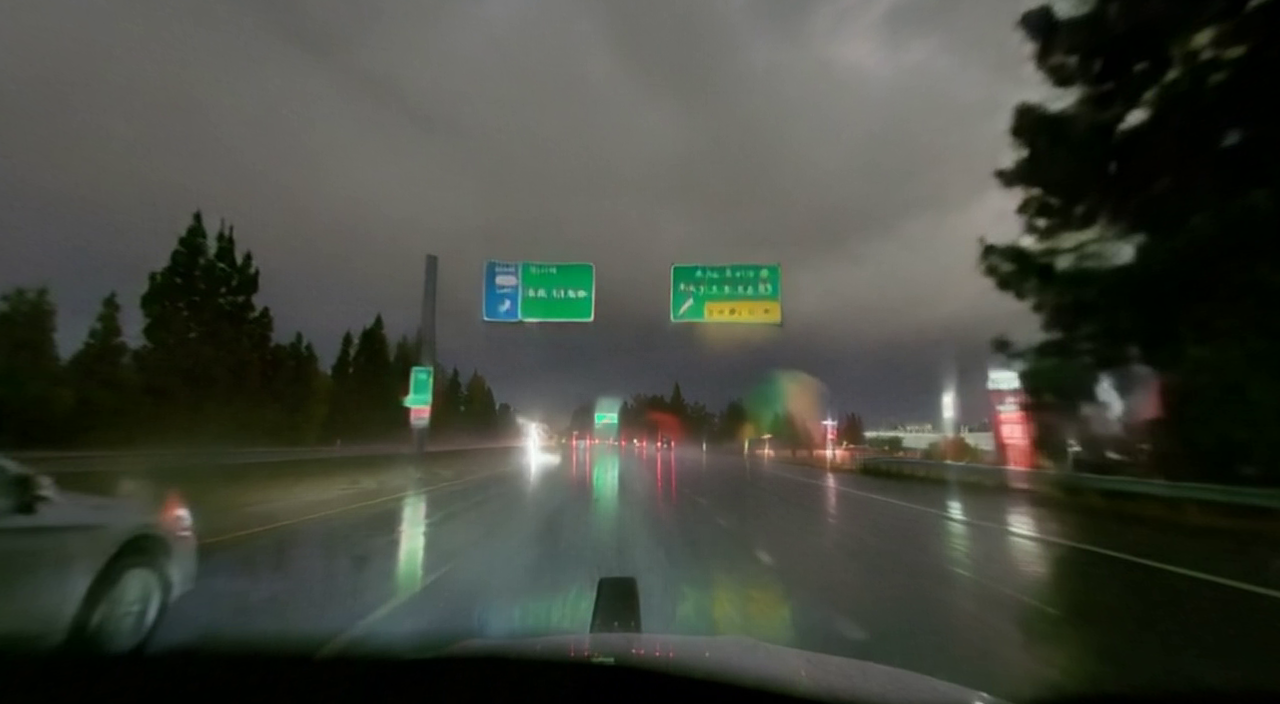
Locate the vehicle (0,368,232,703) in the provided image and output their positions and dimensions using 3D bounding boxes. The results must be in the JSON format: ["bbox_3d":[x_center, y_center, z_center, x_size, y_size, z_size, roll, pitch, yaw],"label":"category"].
[{"bbox_3d":[-3.875,0.827,2.174,2.074,1.652,4.273,-1,-8,-1],"label":"vehicle"}]
